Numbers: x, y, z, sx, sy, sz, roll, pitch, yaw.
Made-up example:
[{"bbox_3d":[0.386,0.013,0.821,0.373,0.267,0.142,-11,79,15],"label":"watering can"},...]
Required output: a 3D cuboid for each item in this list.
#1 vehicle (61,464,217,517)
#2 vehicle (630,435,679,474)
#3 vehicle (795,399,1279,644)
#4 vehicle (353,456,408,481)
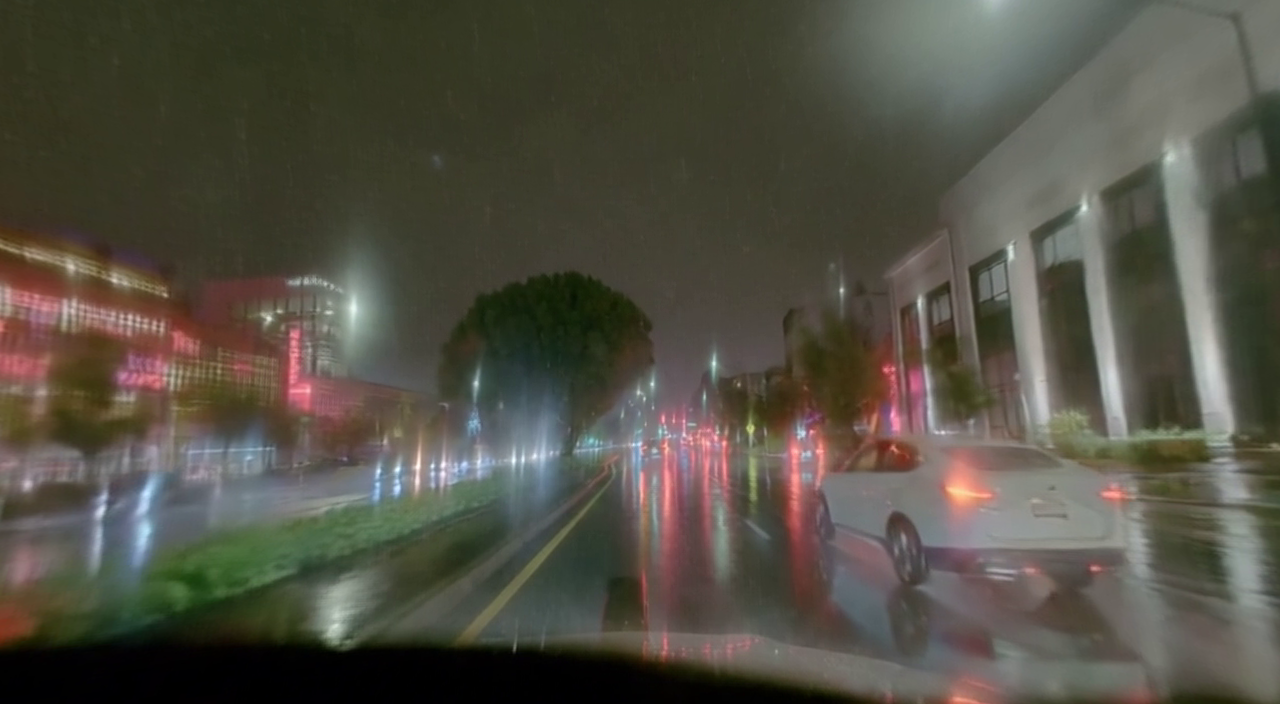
[{"bbox_3d":[-18.446,5.095,23.562,1.947,1.609,4.589,0,-8,2],"label":"vehicle"},{"bbox_3d":[0.621,4.741,29.462,2.125,1.669,3.880,0,-8,0],"label":"vehicle"},{"bbox_3d":[3.198,1.456,6.561,1.931,1.591,4.708,0,-8,0],"label":"vehicle"},{"bbox_3d":[-18.240,8.185,44.509,1.853,1.614,4.514,-1,-8,2],"label":"vehicle"}]
